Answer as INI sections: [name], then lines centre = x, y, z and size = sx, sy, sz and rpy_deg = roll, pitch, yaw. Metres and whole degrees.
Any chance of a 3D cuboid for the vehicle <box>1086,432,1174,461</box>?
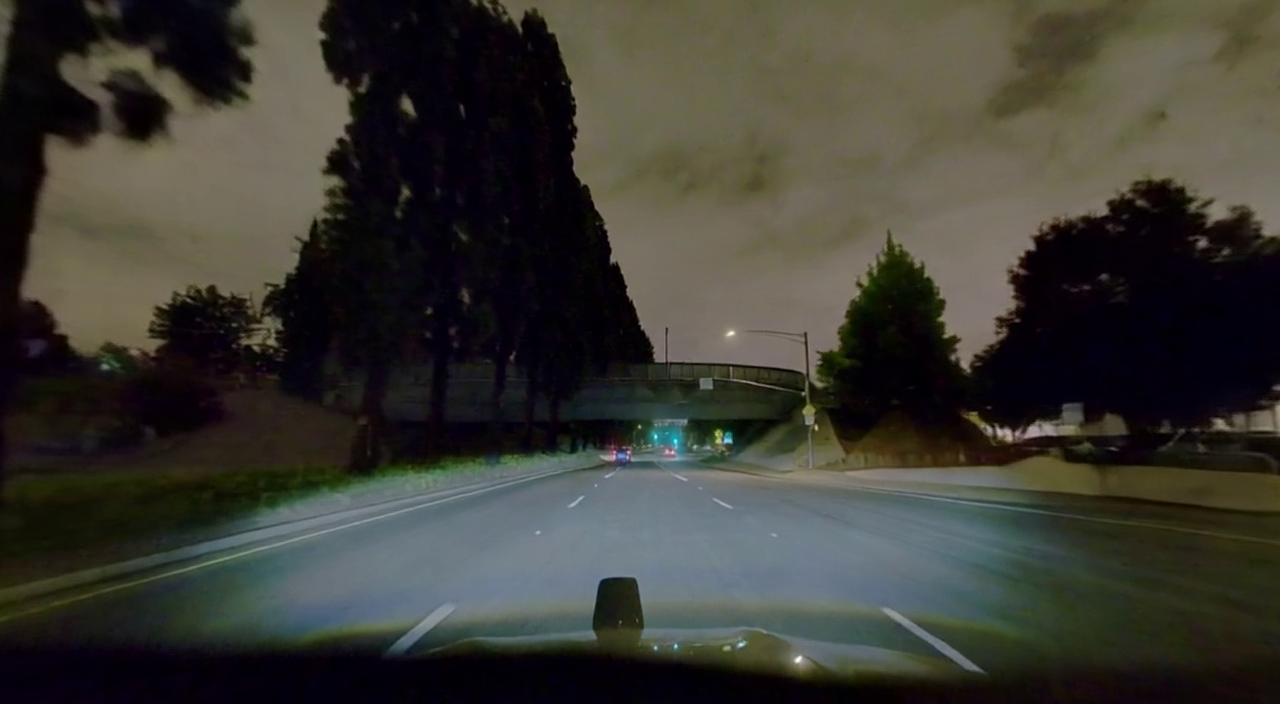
[vehicle]
centre = 30.072, 5.819, 38.840
size = 3.796, 1.461, 1.695
rpy_deg = -4, -9, 6
